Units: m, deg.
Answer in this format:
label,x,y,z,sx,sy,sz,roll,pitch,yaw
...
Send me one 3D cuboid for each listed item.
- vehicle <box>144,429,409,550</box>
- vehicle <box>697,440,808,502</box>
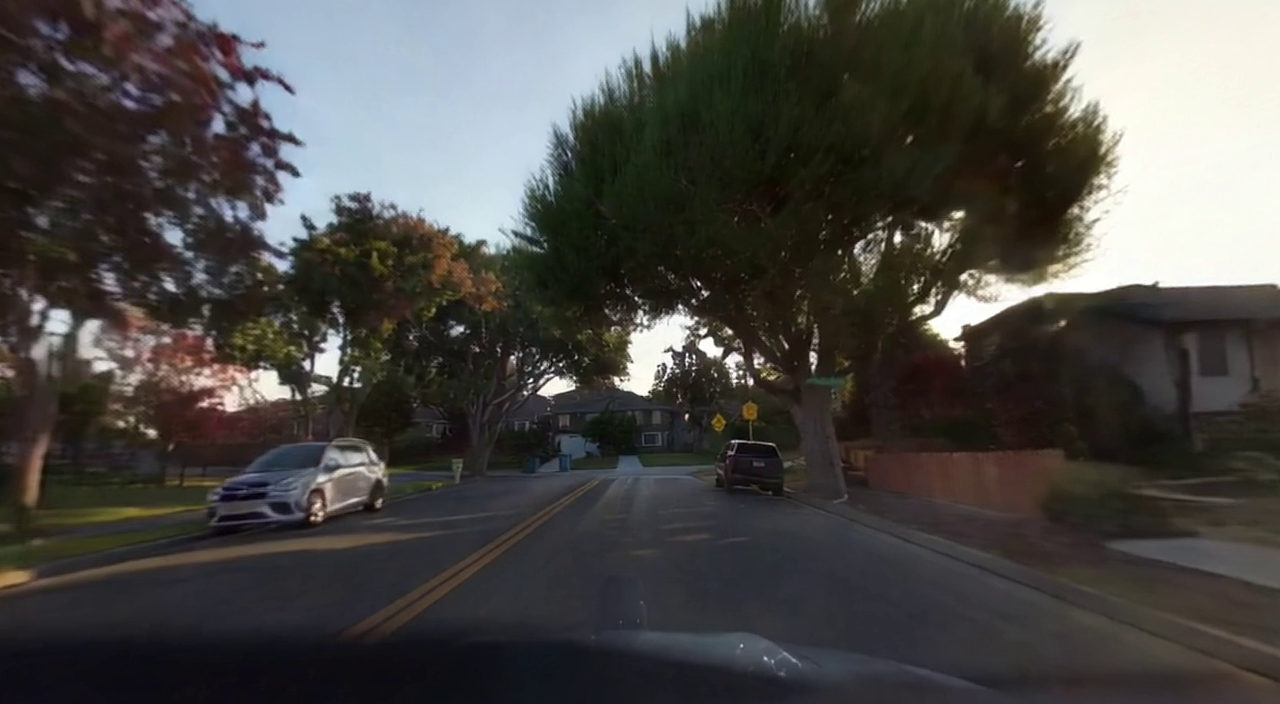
label,x,y,z,sx,sy,sz,roll,pitch,yaw
vehicle,-6.928,2.649,13.119,2.225,1.817,5.731,-3,-8,-1
vehicle,2.968,3.258,17.767,2.167,1.479,4.597,0,-9,-1
